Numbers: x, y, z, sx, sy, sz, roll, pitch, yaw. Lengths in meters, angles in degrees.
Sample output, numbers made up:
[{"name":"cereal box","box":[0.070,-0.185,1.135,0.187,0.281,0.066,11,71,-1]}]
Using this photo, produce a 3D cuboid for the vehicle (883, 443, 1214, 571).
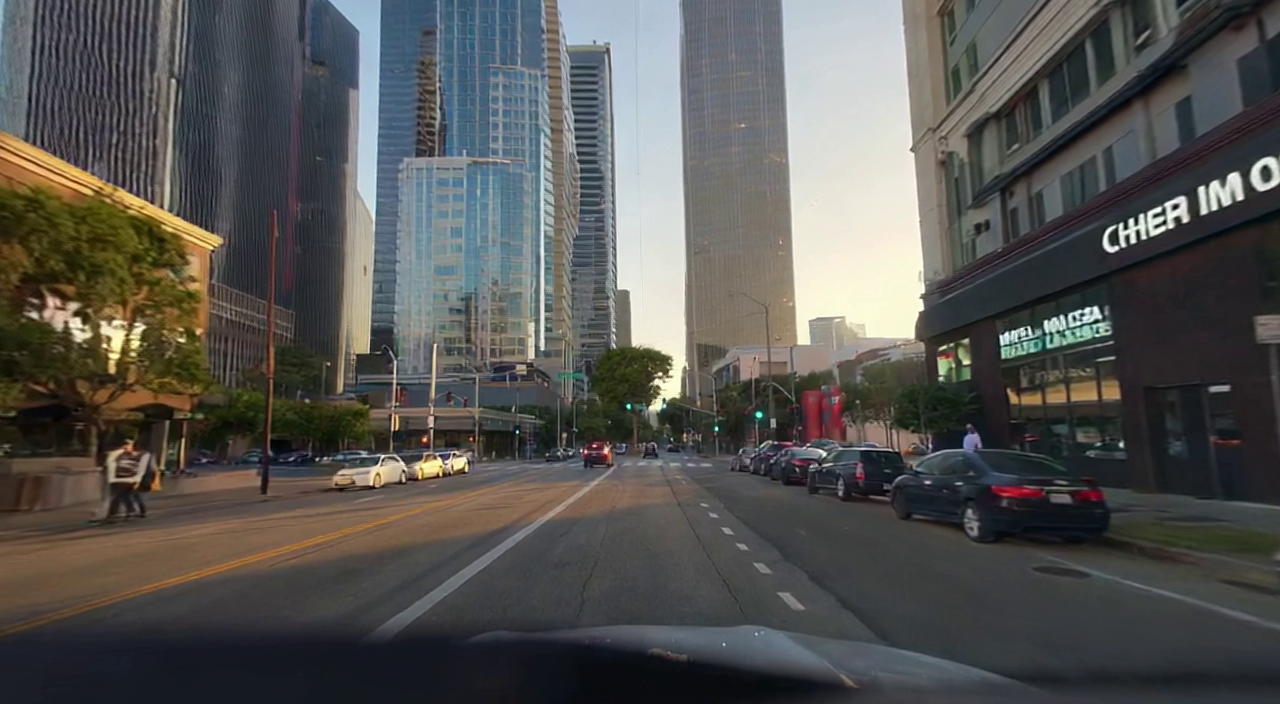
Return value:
[{"name":"vehicle","box":[5.845,2.213,10.011,1.994,1.511,4.788,0,-8,-1]}]

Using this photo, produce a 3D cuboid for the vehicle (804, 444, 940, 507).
[{"name":"vehicle","box":[5.998,3.217,17.005,1.967,1.460,4.558,0,-8,1]}]

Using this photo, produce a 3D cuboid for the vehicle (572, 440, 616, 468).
[{"name":"vehicle","box":[-2.536,5.758,35.779,2.014,1.480,4.780,0,-8,2]}]

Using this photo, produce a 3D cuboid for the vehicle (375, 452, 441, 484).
[{"name":"vehicle","box":[-11.964,5.975,32.773,1.808,1.475,4.550,0,-8,-2]}]

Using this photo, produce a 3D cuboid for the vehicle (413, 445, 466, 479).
[{"name":"vehicle","box":[-11.992,6.571,37.940,1.890,1.781,4.331,-4,-8,-2]}]

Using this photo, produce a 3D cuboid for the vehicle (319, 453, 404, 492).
[{"name":"vehicle","box":[-12.023,5.203,27.519,1.845,1.493,4.107,0,-8,-1]}]
